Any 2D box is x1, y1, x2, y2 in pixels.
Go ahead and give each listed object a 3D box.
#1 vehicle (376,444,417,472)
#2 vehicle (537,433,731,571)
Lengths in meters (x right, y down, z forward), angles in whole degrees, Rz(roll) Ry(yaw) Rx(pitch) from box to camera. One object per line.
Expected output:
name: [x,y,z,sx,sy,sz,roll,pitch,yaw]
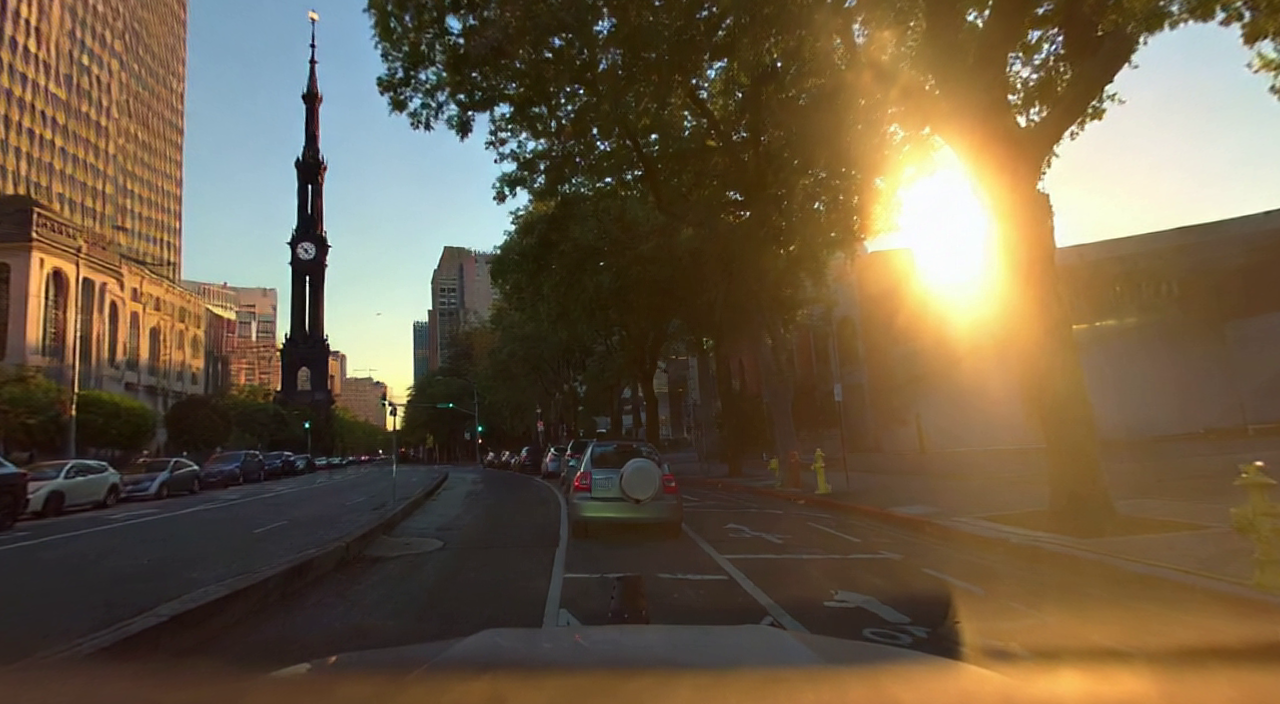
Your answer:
vehicle: [-16.941,7.331,43.973,2.155,1.802,4.520,2,-9,-15]
vehicle: [-0.253,1.939,9.008,2.142,1.475,4.051,1,-8,-6]
